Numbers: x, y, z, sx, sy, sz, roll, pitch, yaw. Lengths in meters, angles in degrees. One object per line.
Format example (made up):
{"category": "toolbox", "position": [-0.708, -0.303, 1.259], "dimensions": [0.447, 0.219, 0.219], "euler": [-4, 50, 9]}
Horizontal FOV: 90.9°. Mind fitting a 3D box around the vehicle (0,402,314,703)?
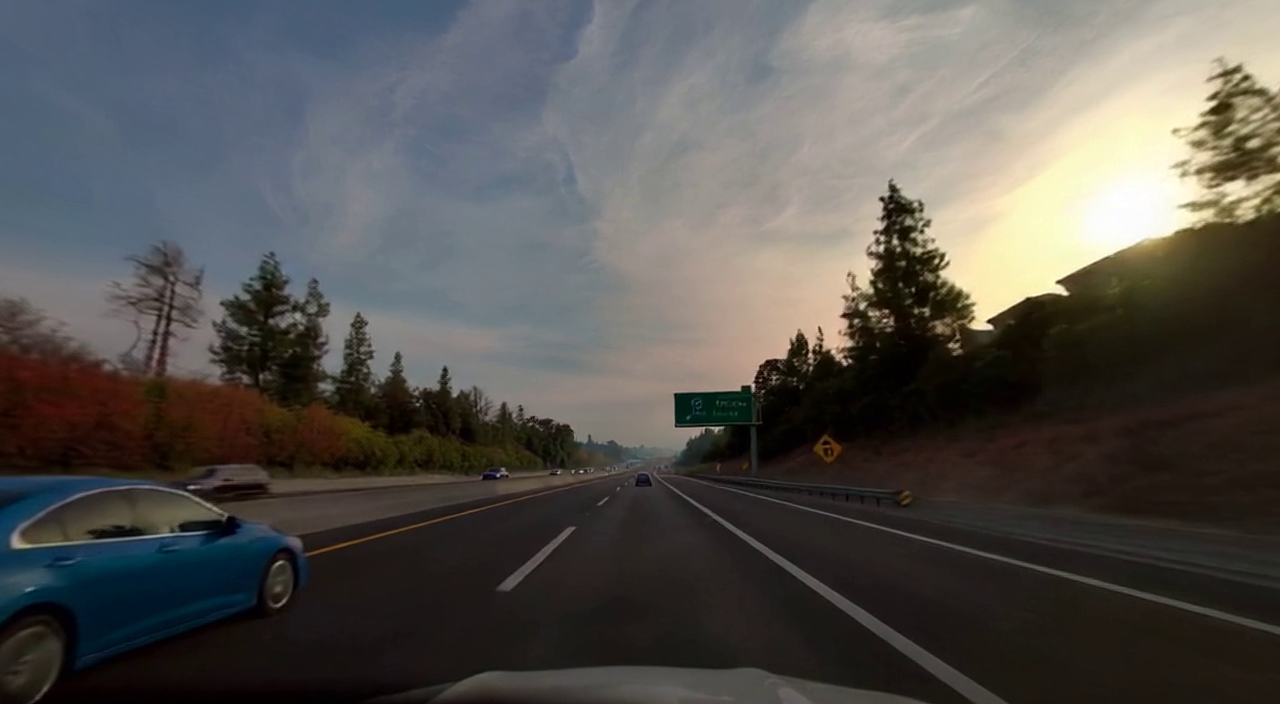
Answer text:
{"category": "vehicle", "position": [-3.893, 1.080, 3.392], "dimensions": [2.041, 1.508, 4.075], "euler": [1, -11, 0]}
